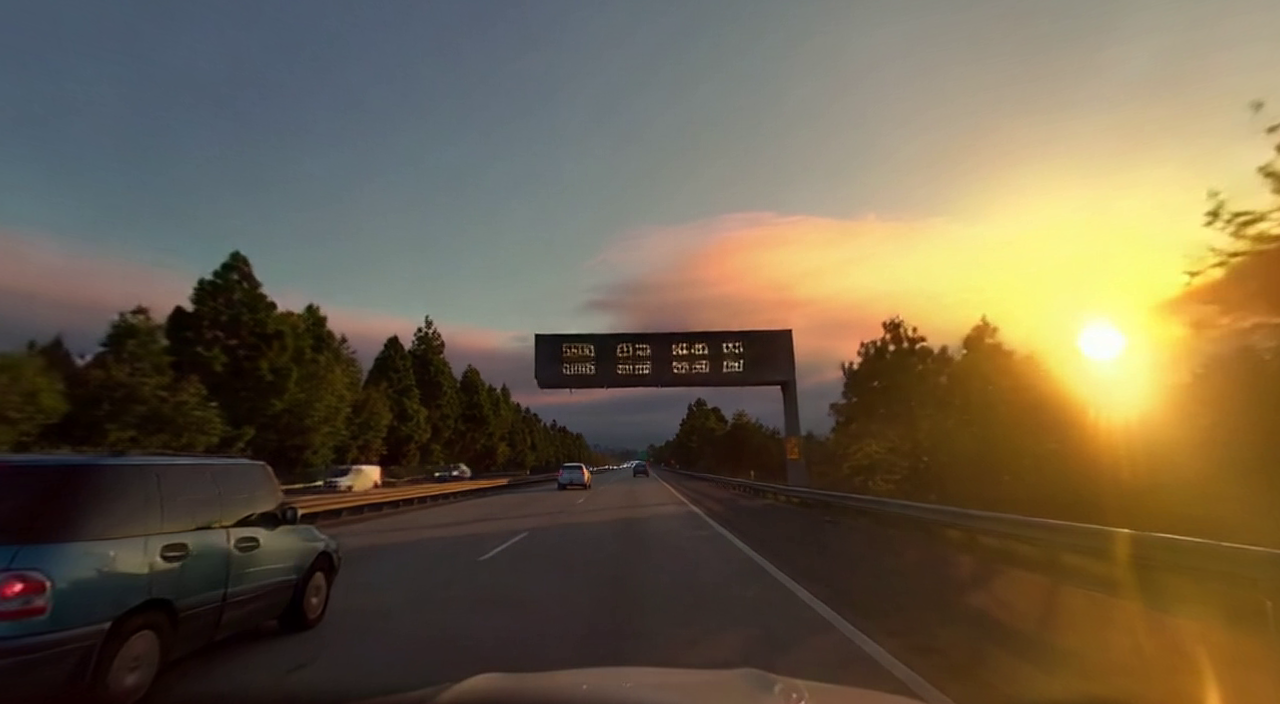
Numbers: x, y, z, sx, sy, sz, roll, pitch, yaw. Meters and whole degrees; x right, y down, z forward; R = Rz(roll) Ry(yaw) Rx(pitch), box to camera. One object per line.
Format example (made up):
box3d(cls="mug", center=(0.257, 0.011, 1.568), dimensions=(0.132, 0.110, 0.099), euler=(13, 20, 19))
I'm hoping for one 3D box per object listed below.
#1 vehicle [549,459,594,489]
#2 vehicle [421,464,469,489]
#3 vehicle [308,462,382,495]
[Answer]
box3d(cls="vehicle", center=(-3.866, 7.011, 36.365), dimensions=(2.081, 1.586, 4.245), euler=(0, -10, 1))
box3d(cls="vehicle", center=(-13.961, 8.912, 45.337), dimensions=(2.021, 1.674, 4.329), euler=(1, -10, 0))
box3d(cls="vehicle", center=(-17.466, 7.512, 37.585), dimensions=(1.931, 1.758, 4.915), euler=(0, -10, 1))
